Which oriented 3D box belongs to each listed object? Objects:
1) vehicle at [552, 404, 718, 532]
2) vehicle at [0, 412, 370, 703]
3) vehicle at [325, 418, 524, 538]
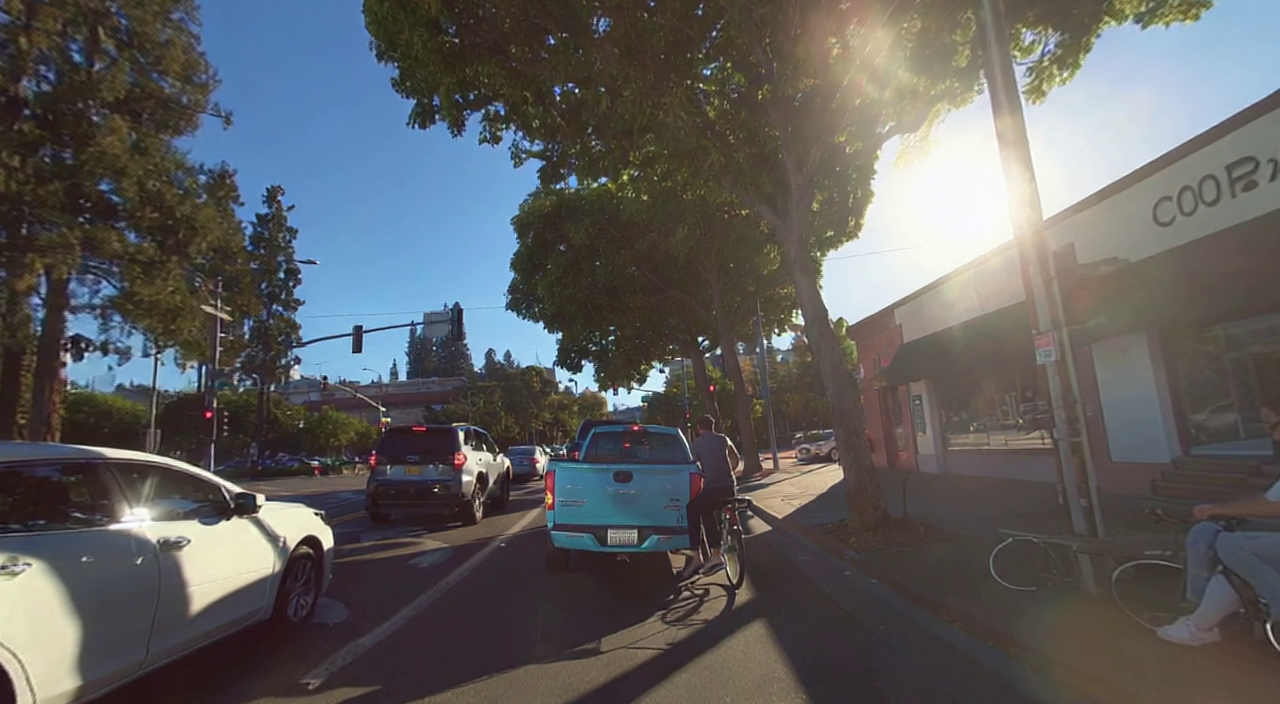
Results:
[{"bbox_3d":[-0.114,2.086,11.878,2.426,1.882,5.027,0,-9,-1],"label":"vehicle"},{"bbox_3d":[-3.558,1.172,3.697,2.064,1.486,4.140,0,-9,1],"label":"vehicle"},{"bbox_3d":[-3.602,2.198,11.611,2.046,1.750,4.452,0,-9,0],"label":"vehicle"}]
